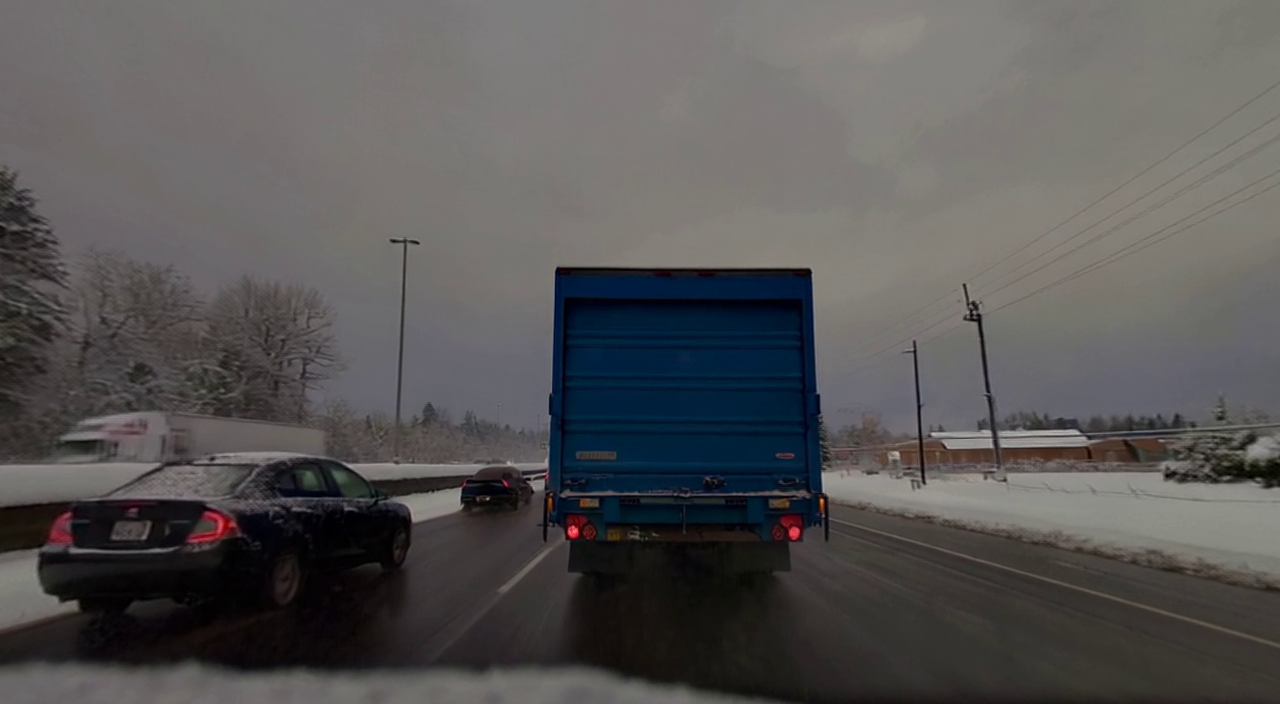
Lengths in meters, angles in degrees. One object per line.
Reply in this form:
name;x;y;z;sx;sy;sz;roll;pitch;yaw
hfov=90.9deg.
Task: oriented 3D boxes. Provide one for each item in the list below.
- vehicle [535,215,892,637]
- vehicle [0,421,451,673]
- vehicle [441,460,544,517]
vehicle;0.721;1.309;9.602;2.831;3.529;8.689;0;-11;2
vehicle;-3.802;1.705;6.597;1.983;1.575;4.973;0;-11;1
vehicle;-4.229;4.019;18.890;1.891;1.469;4.431;0;-11;2
